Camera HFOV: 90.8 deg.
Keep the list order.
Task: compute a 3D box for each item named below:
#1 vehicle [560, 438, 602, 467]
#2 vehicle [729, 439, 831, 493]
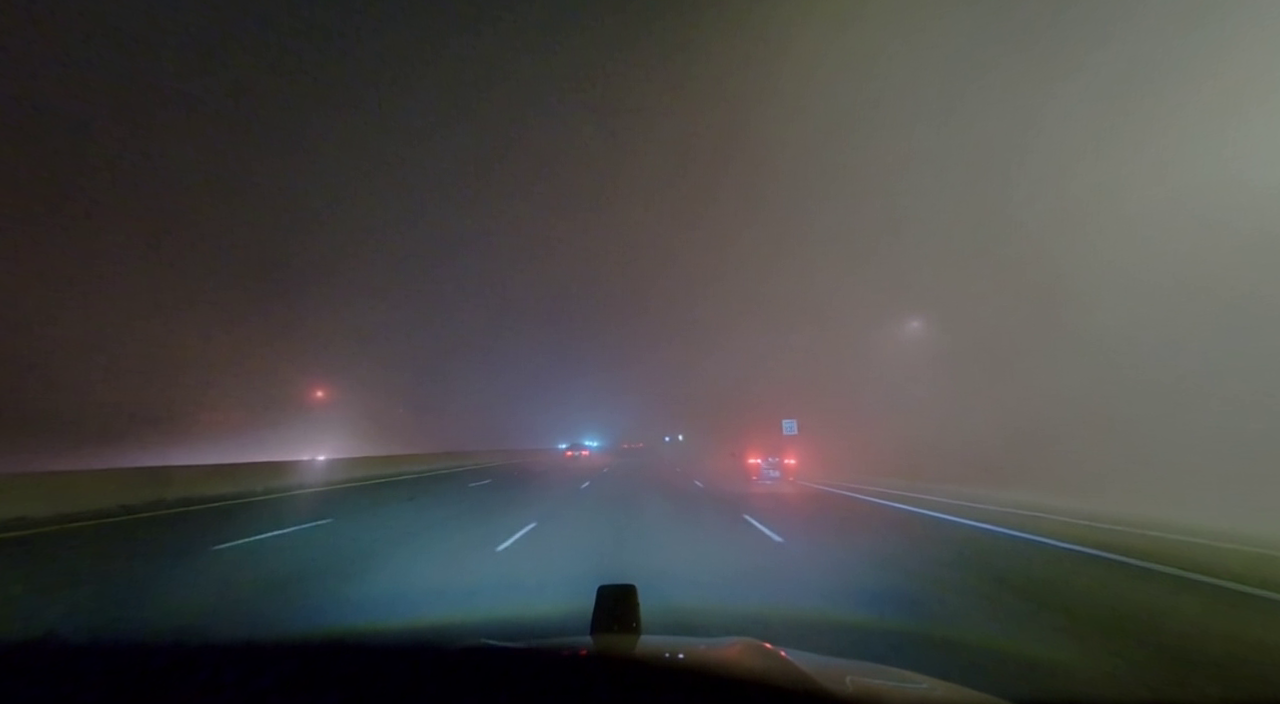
[{"bbox_3d":[-3.477,6.063,38.282,2.048,1.618,4.424,0,-9,1],"label":"vehicle"},{"bbox_3d":[4.150,3.468,19.556,2.060,1.485,4.274,0,-9,-1],"label":"vehicle"}]
